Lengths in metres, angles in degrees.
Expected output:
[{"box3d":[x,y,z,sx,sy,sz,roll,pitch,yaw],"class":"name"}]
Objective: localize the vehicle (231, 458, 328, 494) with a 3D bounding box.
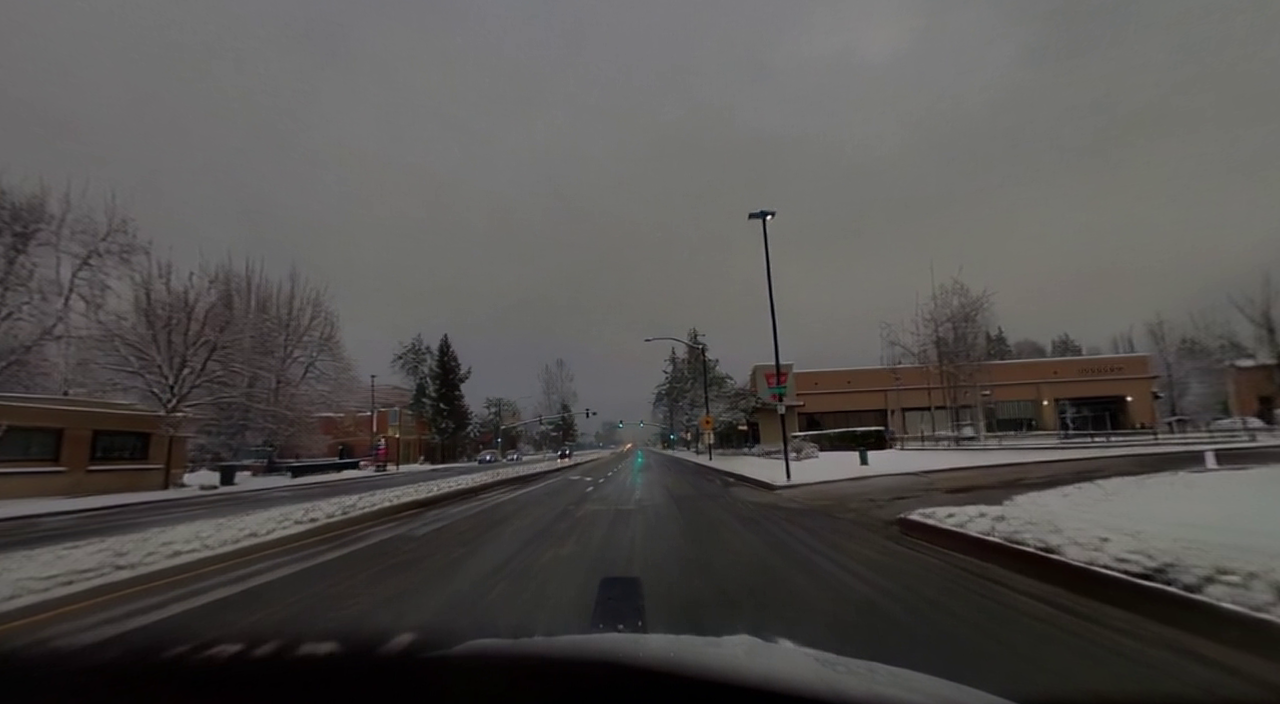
[{"box3d":[-17.405,5.972,30.579,1.861,1.541,4.530,-1,-9,3],"class":"vehicle"}]
